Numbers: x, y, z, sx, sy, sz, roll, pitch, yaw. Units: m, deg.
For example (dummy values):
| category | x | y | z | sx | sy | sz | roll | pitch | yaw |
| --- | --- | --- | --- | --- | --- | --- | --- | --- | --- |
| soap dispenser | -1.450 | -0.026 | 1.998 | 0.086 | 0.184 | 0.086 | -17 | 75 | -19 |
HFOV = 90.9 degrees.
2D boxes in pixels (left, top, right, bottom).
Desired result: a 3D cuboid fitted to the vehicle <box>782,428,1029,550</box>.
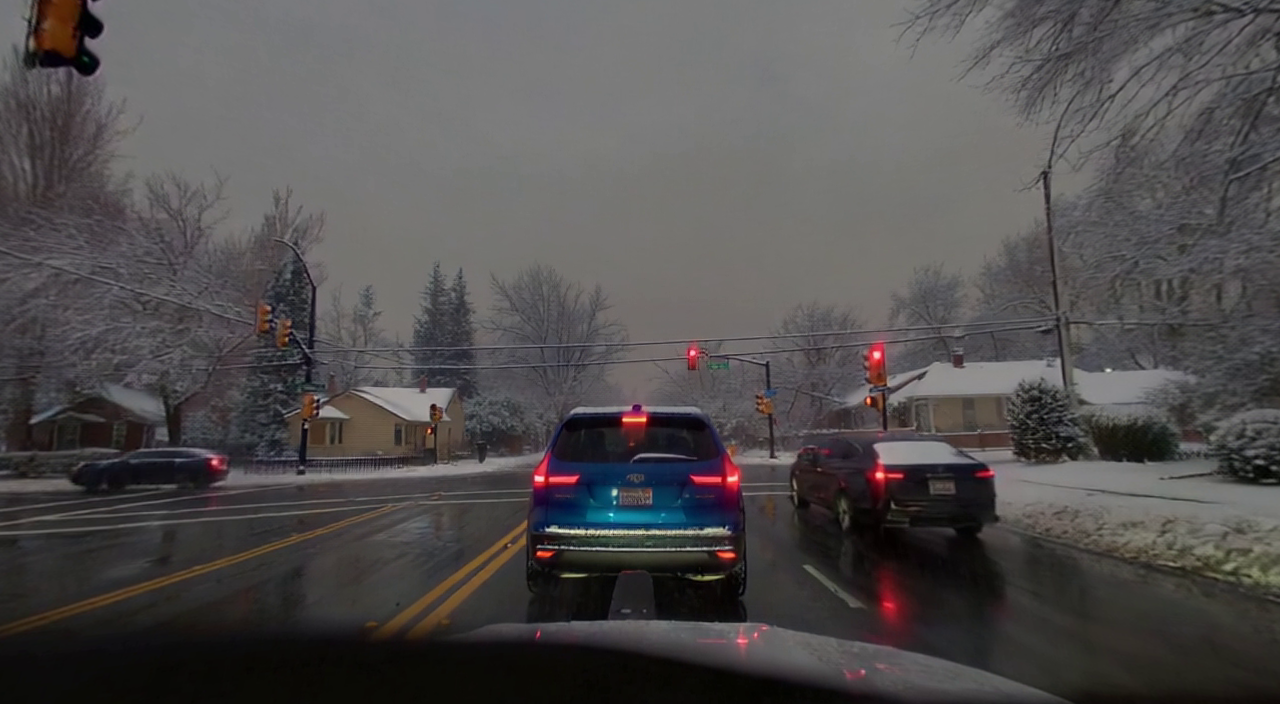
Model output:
| category | x | y | z | sx | sy | sz | roll | pitch | yaw |
| --- | --- | --- | --- | --- | --- | --- | --- | --- | --- |
| vehicle | 3.898 | 2.082 | 10.403 | 2.077 | 1.527 | 4.755 | 0 | -8 | 1 |

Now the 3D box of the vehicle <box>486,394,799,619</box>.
| category | x | y | z | sx | sy | sz | roll | pitch | yaw |
| --- | --- | --- | --- | --- | --- | --- | --- | --- | --- |
| vehicle | 0.052 | 1.472 | 6.952 | 2.322 | 1.667 | 4.367 | 0 | -8 | 1 |

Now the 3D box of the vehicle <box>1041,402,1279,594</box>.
| category | x | y | z | sx | sy | sz | roll | pitch | yaw |
| --- | --- | --- | --- | --- | --- | --- | --- | --- | --- |
| vehicle | 7.025 | 1.534 | 7.033 | 1.989 | 1.791 | 4.735 | 0 | -8 | 1 |

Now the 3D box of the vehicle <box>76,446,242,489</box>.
| category | x | y | z | sx | sy | sz | roll | pitch | yaw |
| --- | --- | --- | --- | --- | --- | --- | --- | --- | --- |
| vehicle | -18.271 | 4.375 | 24.260 | 4.723 | 1.486 | 1.800 | 4 | -9 | -25 |
